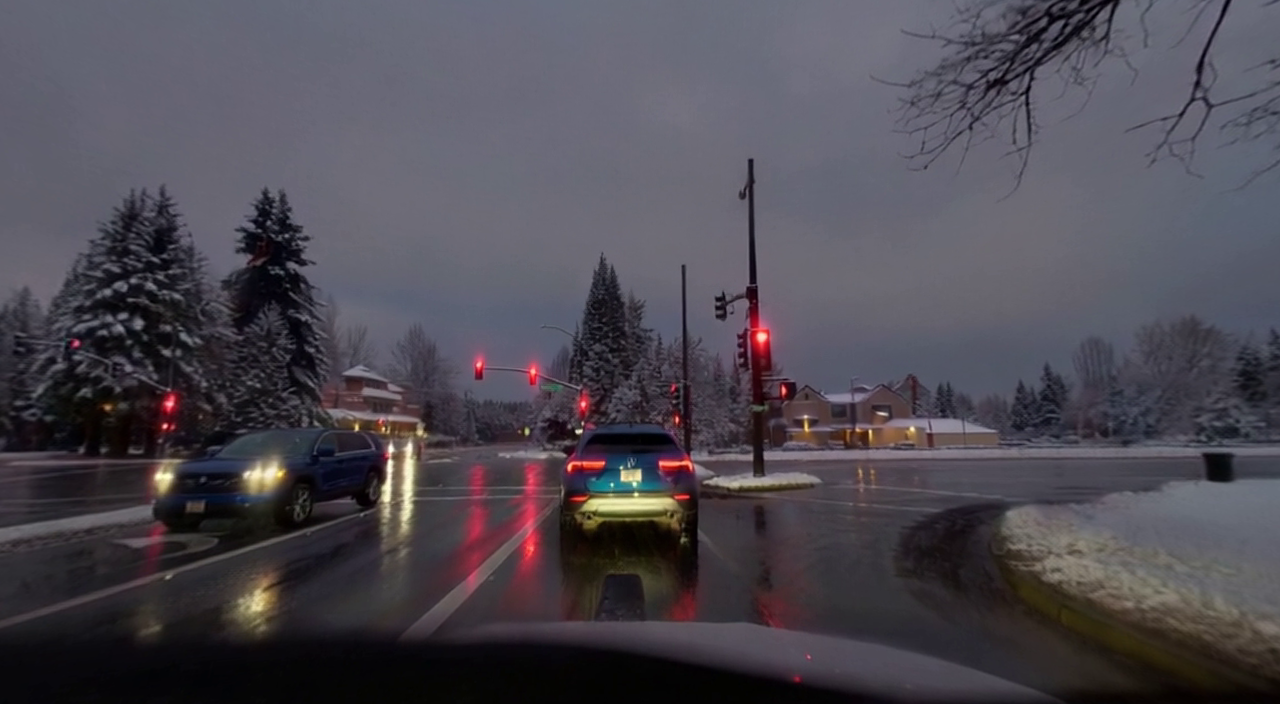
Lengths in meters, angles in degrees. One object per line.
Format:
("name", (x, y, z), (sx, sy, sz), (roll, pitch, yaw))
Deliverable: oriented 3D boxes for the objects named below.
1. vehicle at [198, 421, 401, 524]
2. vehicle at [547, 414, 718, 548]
("vehicle", (-6.498, 2.336, 12.680), (2.020, 1.695, 4.187), (1, -9, -5))
("vehicle", (-0.237, 1.940, 10.097), (2.154, 1.670, 4.140), (0, -9, -4))
